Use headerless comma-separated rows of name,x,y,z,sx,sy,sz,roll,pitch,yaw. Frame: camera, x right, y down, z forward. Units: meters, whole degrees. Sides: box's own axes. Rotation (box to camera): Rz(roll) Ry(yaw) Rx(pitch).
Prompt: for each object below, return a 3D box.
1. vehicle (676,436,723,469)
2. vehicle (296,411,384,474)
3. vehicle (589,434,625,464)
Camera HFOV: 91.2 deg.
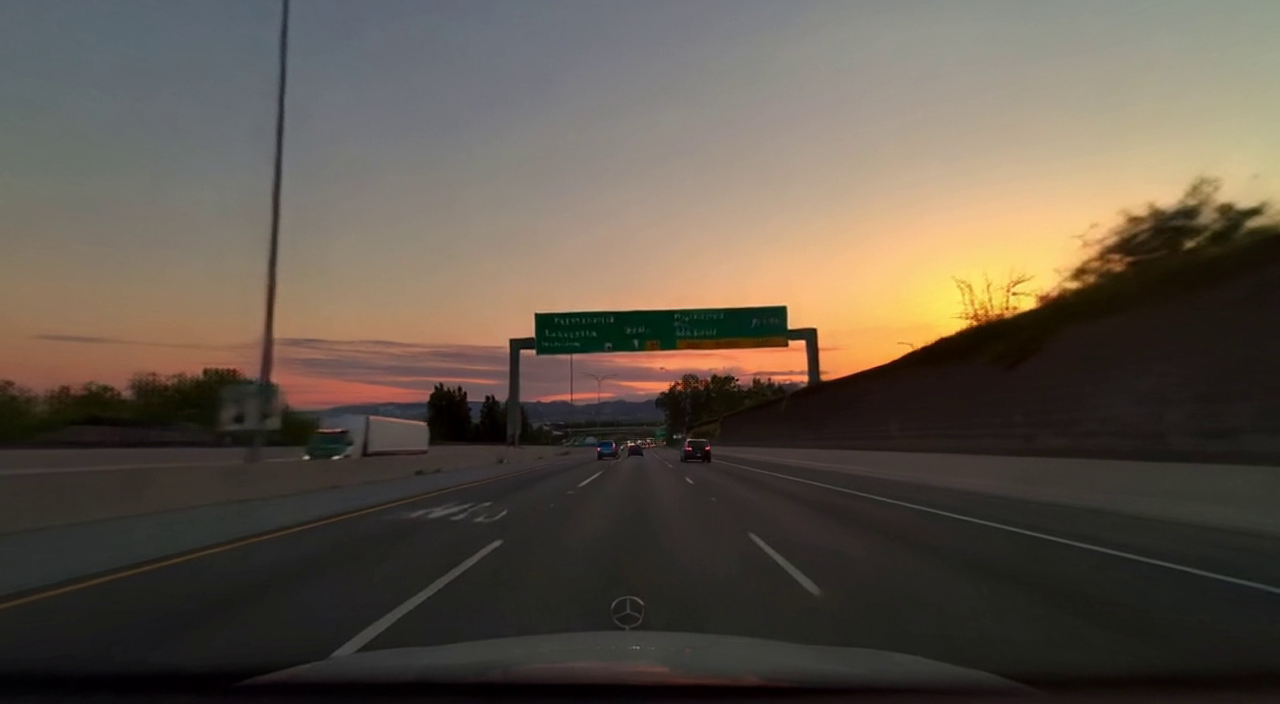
vehicle,3.242,5.563,34.928,2.202,1.682,4.188,0,-8,0
vehicle,-20.948,6.414,44.279,3.001,4.075,6.135,0,-9,0
vehicle,-2.385,7.175,46.556,2.291,2.052,4.887,0,-8,2
